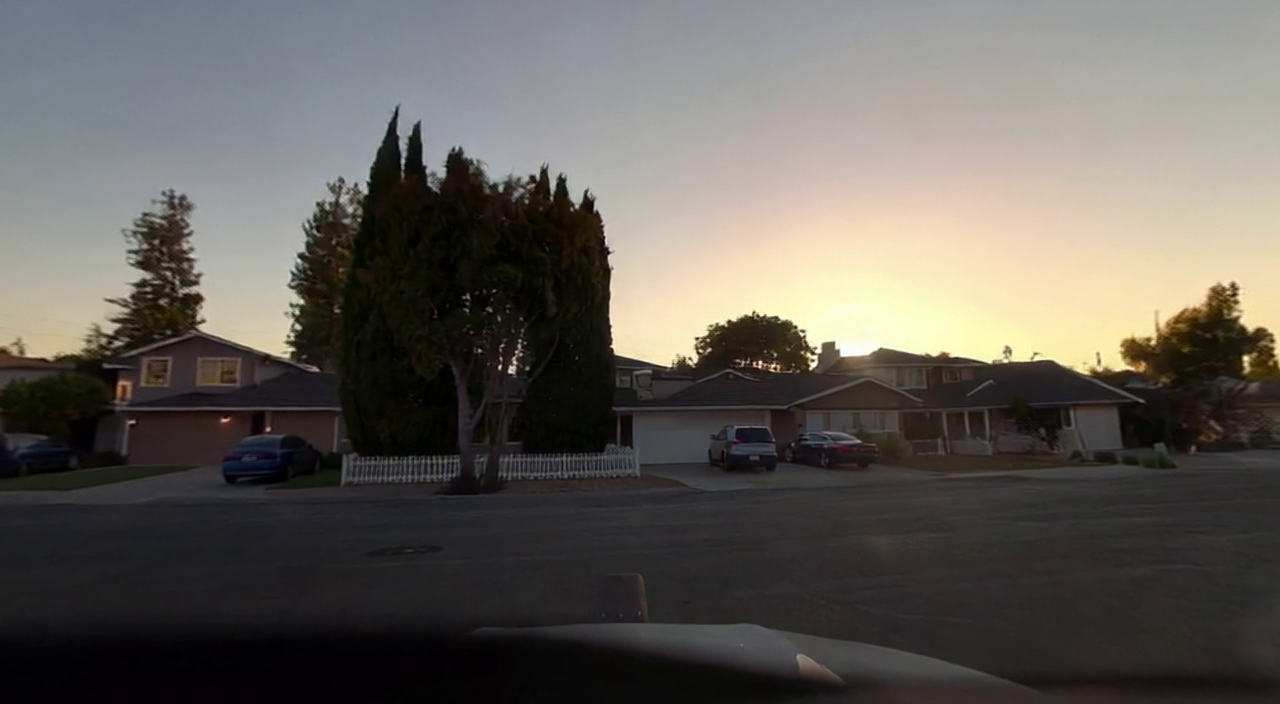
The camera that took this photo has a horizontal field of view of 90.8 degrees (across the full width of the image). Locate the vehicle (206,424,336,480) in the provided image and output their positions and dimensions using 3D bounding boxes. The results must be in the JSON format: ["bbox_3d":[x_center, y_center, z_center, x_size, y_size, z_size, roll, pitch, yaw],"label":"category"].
[{"bbox_3d":[-12.186,3.350,21.299,1.942,1.651,4.655,1,-9,-6],"label":"vehicle"}]

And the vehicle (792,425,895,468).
[{"bbox_3d":[8.083,3.829,25.536,1.873,1.556,4.216,3,-9,-16],"label":"vehicle"}]

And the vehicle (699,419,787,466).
[{"bbox_3d":[4.042,3.673,25.571,1.937,1.731,4.179,2,-9,-15],"label":"vehicle"}]

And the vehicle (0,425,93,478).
[{"bbox_3d":[-21.818,3.407,21.617,1.942,1.700,4.478,-1,-9,4],"label":"vehicle"}]
